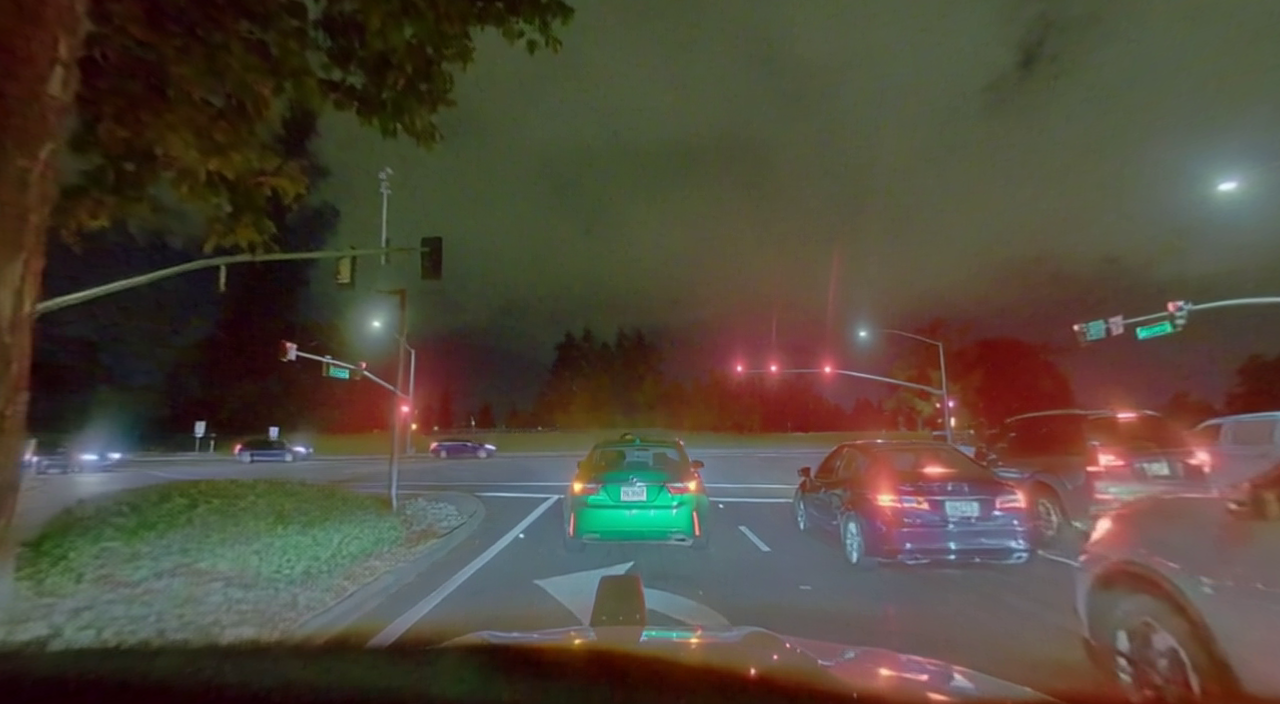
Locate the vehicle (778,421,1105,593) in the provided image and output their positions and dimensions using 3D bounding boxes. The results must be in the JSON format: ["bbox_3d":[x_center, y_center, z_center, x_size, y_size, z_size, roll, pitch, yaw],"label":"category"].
[{"bbox_3d":[3.108,1.678,7.740,1.861,1.479,4.371,0,-8,0],"label":"vehicle"}]

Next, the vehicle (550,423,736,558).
[{"bbox_3d":[0.045,1.833,9.069,2.026,1.458,4.175,0,-9,0],"label":"vehicle"}]

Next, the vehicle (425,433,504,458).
[{"bbox_3d":[-11.032,5.919,40.069,4.670,1.542,1.861,2,-9,-11],"label":"vehicle"}]

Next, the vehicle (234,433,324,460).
[{"bbox_3d":[-22.841,5.992,40.089,4.526,1.649,1.920,0,-9,2],"label":"vehicle"}]

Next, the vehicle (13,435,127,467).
[{"bbox_3d":[-30.449,5.286,33.806,4.517,1.637,1.935,-1,-9,7],"label":"vehicle"}]

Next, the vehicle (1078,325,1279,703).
[{"bbox_3d":[3.409,0.574,0.829,2.111,1.780,4.990,0,-9,1],"label":"vehicle"}]
